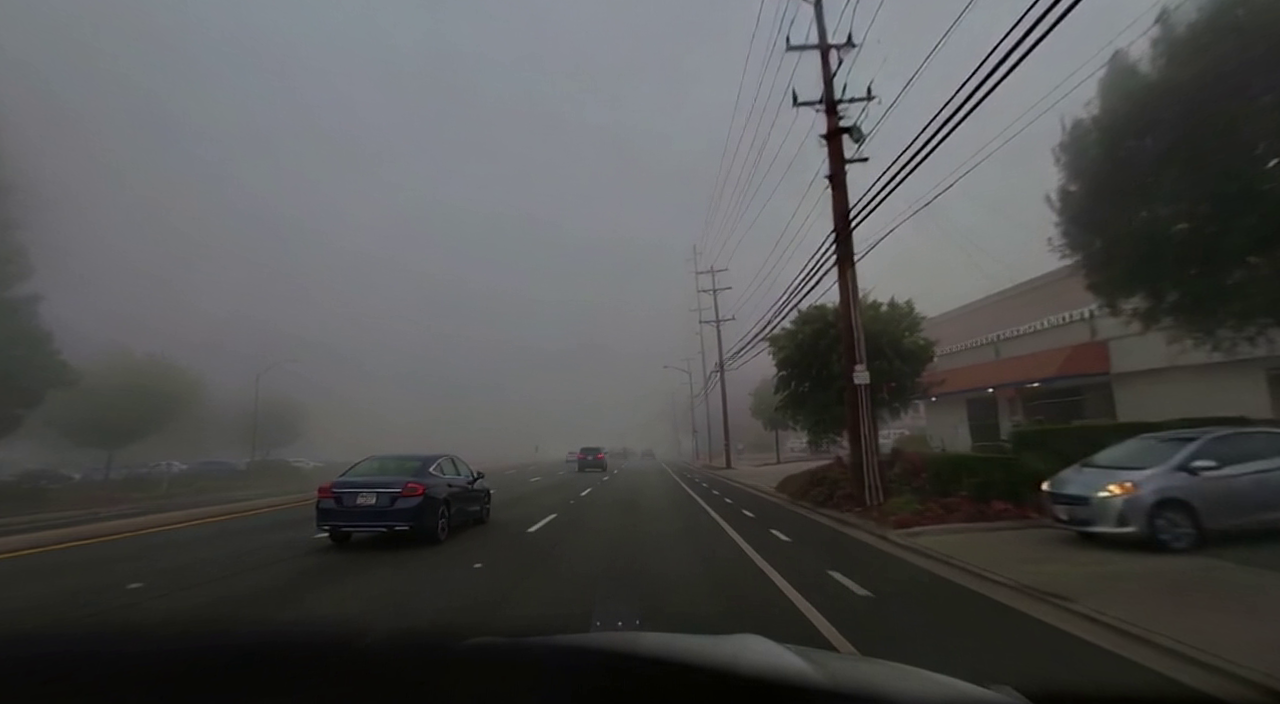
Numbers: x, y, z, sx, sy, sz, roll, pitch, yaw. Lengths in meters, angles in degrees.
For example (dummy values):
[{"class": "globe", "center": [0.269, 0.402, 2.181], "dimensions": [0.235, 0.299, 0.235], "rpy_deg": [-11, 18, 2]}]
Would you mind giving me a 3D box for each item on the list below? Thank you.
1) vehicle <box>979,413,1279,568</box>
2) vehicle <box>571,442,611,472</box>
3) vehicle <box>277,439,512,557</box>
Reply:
[{"class": "vehicle", "center": [6.857, 1.590, 7.526], "dimensions": [4.465, 1.566, 1.923], "rpy_deg": [1, -9, -1]}, {"class": "vehicle", "center": [-3.019, 6.582, 39.644], "dimensions": [2.087, 1.736, 4.311], "rpy_deg": [0, -9, 2]}, {"class": "vehicle", "center": [-3.607, 2.216, 10.329], "dimensions": [1.942, 1.469, 4.426], "rpy_deg": [0, -9, 2]}]
